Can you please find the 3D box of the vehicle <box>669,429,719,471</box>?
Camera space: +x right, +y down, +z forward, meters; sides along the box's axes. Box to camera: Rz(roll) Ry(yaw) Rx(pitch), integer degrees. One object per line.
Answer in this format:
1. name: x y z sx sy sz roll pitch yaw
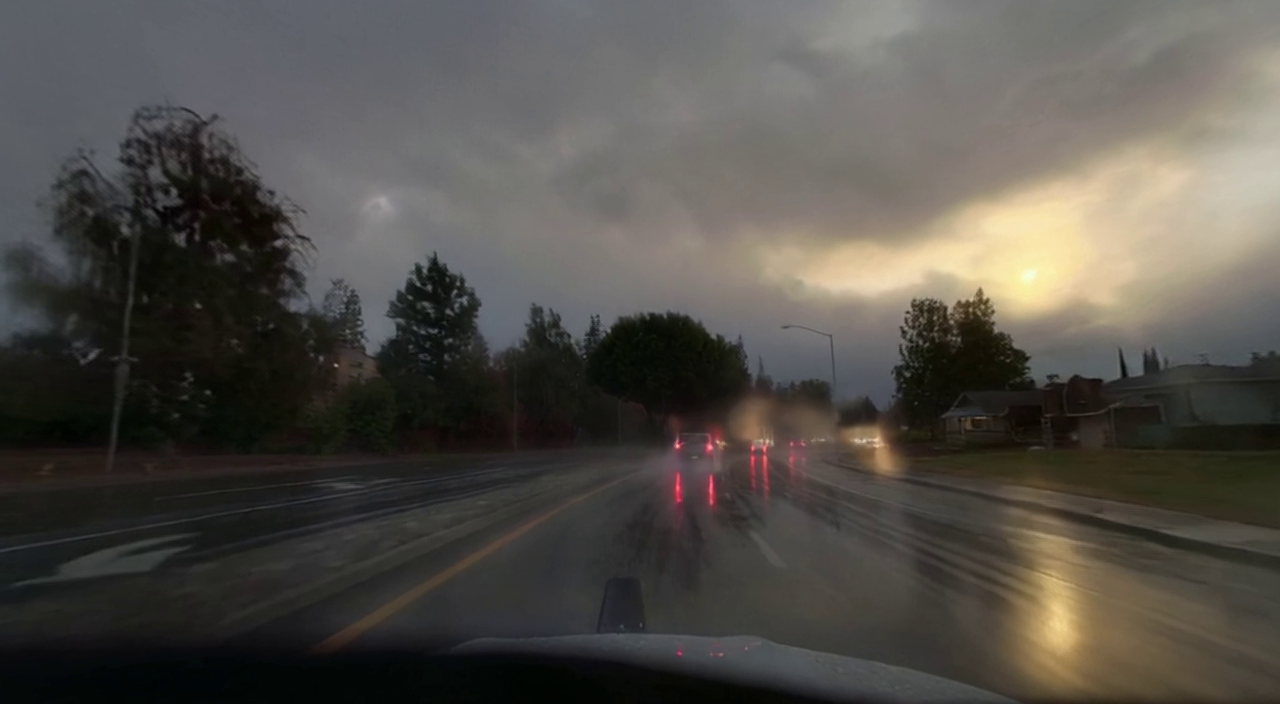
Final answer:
1. vehicle: 2.873 5.060 32.497 2.072 2.002 4.391 -2 -9 12
